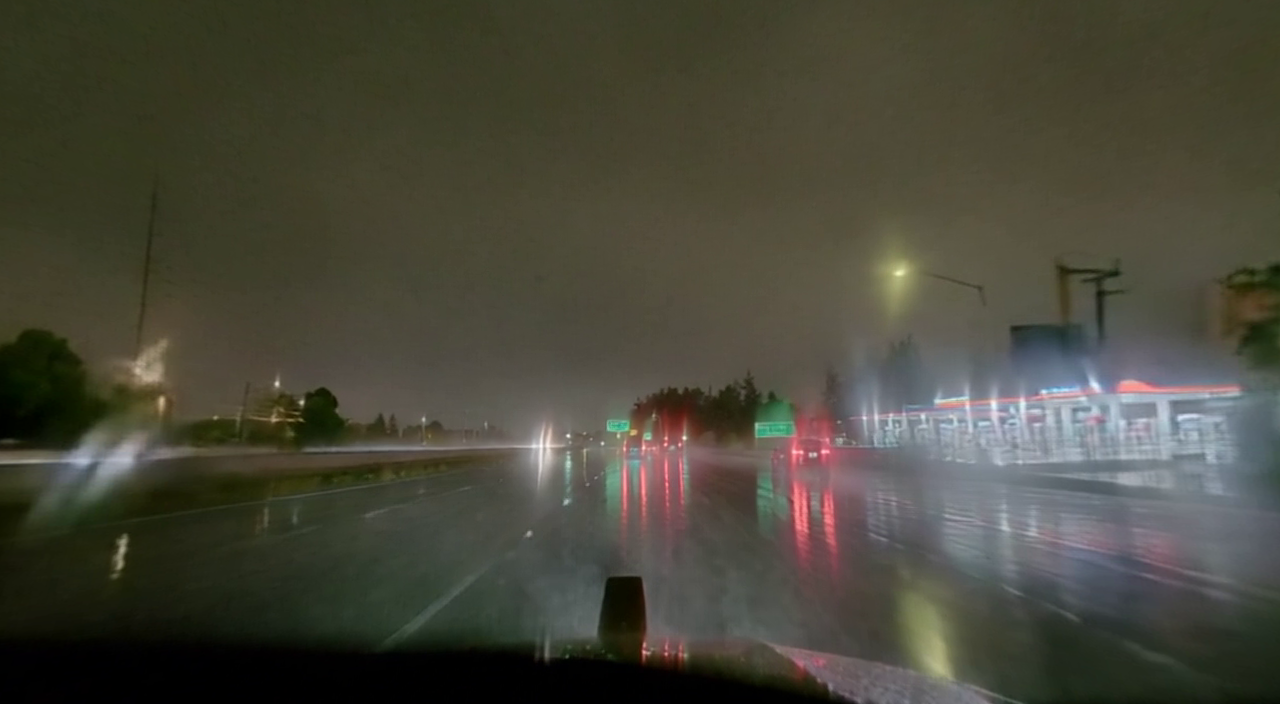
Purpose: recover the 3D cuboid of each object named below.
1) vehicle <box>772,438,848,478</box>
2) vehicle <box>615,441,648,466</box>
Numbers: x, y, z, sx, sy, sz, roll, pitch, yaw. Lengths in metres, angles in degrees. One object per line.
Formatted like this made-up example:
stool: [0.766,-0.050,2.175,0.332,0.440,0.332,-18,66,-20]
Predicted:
vehicle: [6.692,4.218,25.336,1.867,1.463,4.295,0,-8,0]
vehicle: [-0.564,6.373,39.841,1.999,1.473,4.351,0,-8,-1]
